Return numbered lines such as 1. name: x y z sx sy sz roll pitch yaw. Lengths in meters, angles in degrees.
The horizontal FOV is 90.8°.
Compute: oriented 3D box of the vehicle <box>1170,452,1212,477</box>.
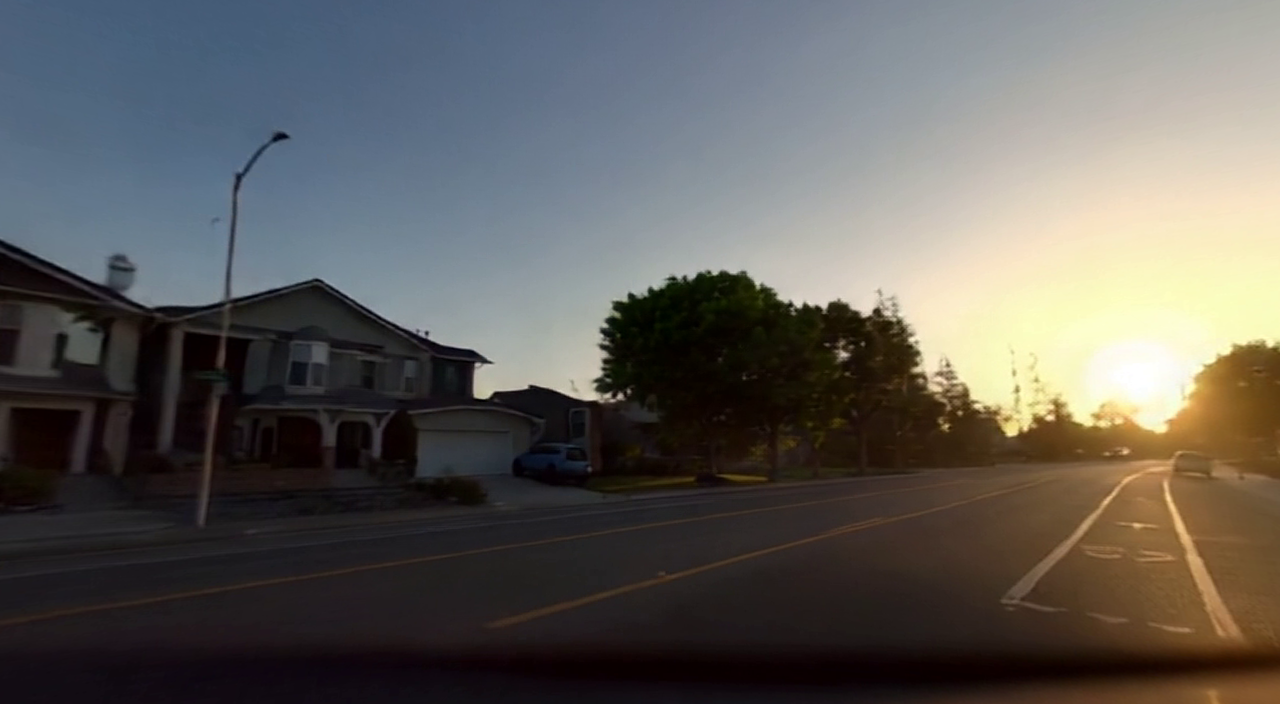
1. vehicle: 38.188 7.829 43.861 1.971 1.558 4.895 -6 -12 39
